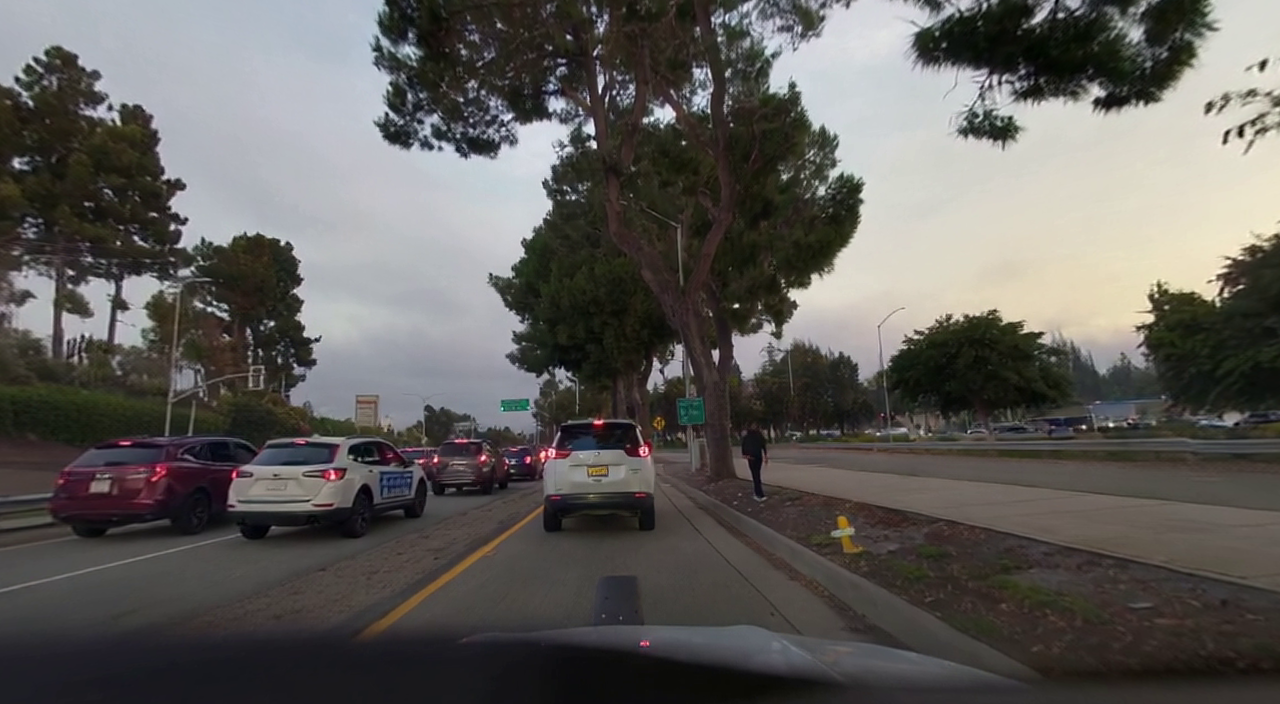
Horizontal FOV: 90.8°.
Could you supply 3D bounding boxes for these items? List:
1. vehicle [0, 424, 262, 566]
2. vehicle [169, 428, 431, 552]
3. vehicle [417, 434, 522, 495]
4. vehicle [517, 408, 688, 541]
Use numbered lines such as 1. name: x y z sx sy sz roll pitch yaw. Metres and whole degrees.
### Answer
1. vehicle: -8.793 2.217 10.586 2.013 1.826 4.592 0 -9 1
2. vehicle: -5.403 2.229 10.934 2.010 1.674 4.484 0 -9 0
3. vehicle: -5.445 3.663 20.931 2.188 1.774 4.477 0 -9 1
4. vehicle: -0.582 2.023 10.994 2.368 1.829 4.293 0 -9 -2
